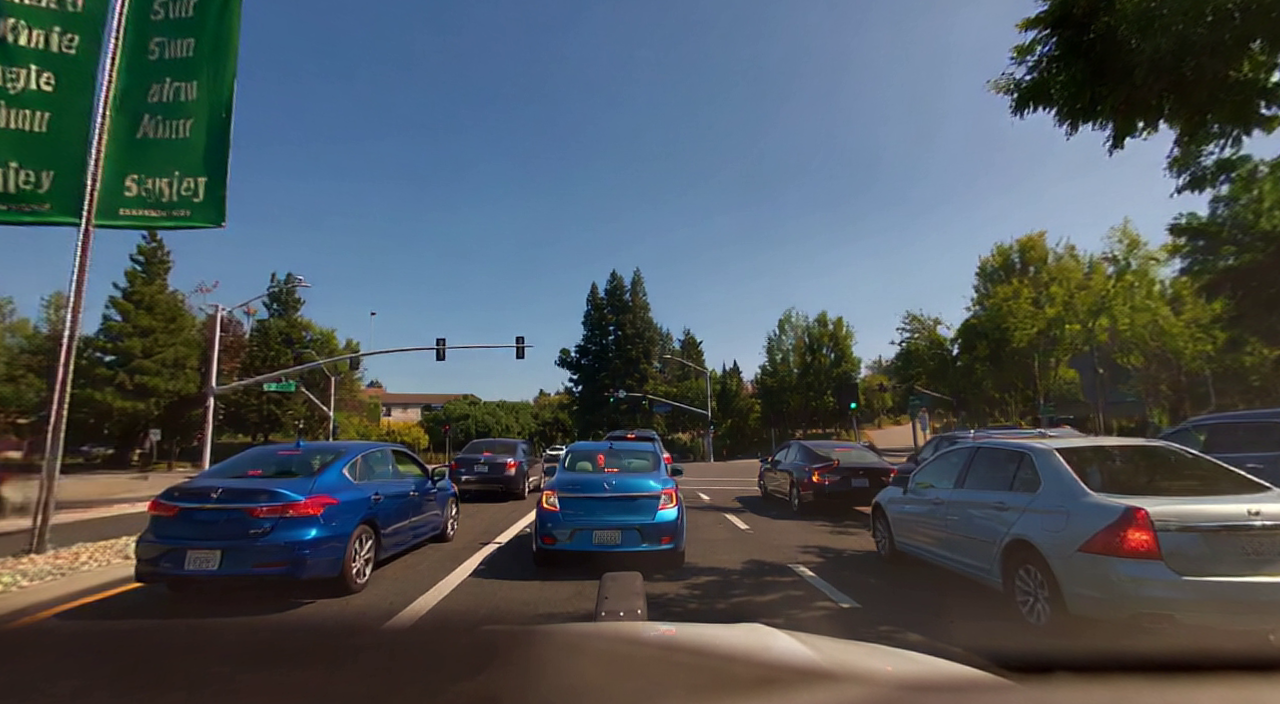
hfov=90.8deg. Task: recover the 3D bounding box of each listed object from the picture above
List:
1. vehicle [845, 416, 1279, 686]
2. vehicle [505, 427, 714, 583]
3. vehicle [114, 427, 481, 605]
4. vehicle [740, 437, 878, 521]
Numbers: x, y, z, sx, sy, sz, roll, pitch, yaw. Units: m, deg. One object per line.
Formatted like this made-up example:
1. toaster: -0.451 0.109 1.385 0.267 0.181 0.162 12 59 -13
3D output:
1. vehicle: 3.606 1.431 5.774 1.953 1.471 4.470 0 -9 0
2. vehicle: -0.320 1.741 7.937 1.994 1.479 3.647 0 -9 -1
3. vehicle: -3.371 1.671 7.362 1.929 1.457 4.136 0 -9 0
4. vehicle: 3.398 2.611 13.495 1.852 1.498 3.825 0 -9 -1
